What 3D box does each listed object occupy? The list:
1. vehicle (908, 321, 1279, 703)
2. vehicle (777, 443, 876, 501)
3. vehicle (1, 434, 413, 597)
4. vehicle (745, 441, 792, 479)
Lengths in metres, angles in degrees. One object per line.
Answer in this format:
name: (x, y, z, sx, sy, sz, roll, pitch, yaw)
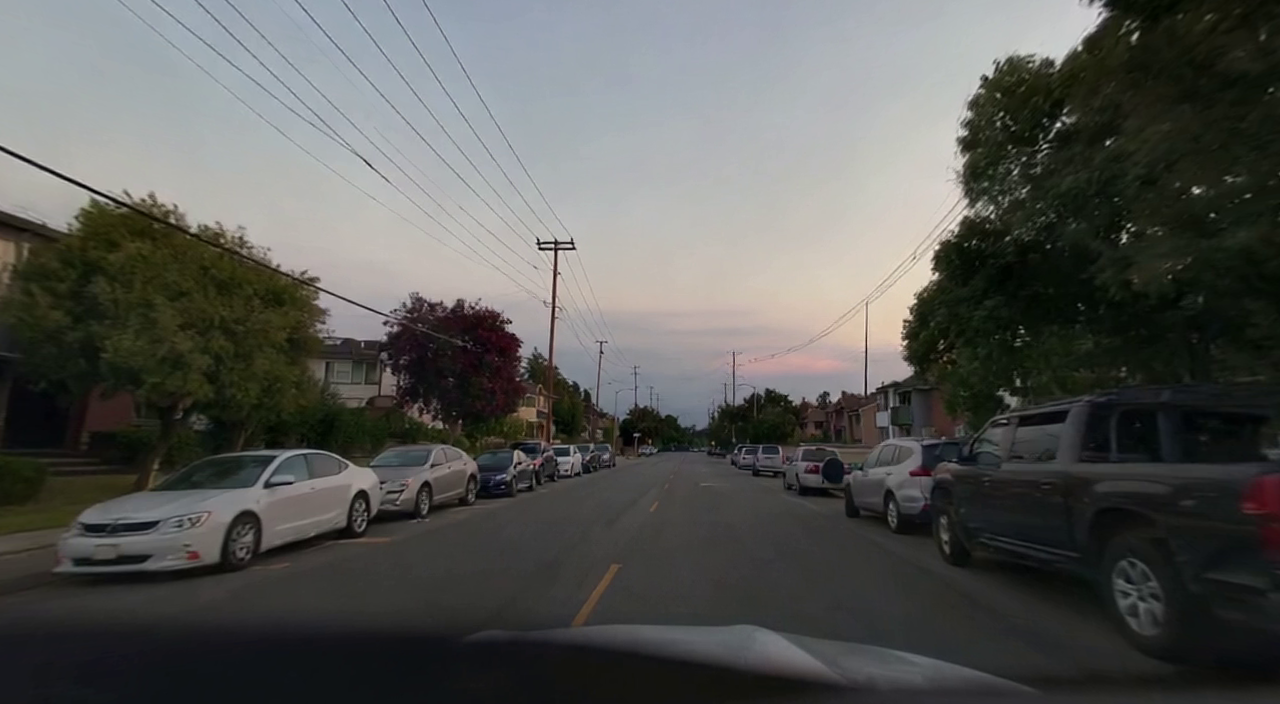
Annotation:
vehicle: (4.722, 1.284, 5.758, 2.407, 2.088, 5.951, -1, -9, 5)
vehicle: (5.681, 3.669, 19.890, 1.910, 1.567, 4.856, 0, -9, 4)
vehicle: (-4.978, 1.861, 8.425, 1.950, 1.494, 4.816, 0, -7, 2)
vehicle: (6.499, 5.476, 32.338, 1.936, 1.756, 4.127, -1, -9, 6)
